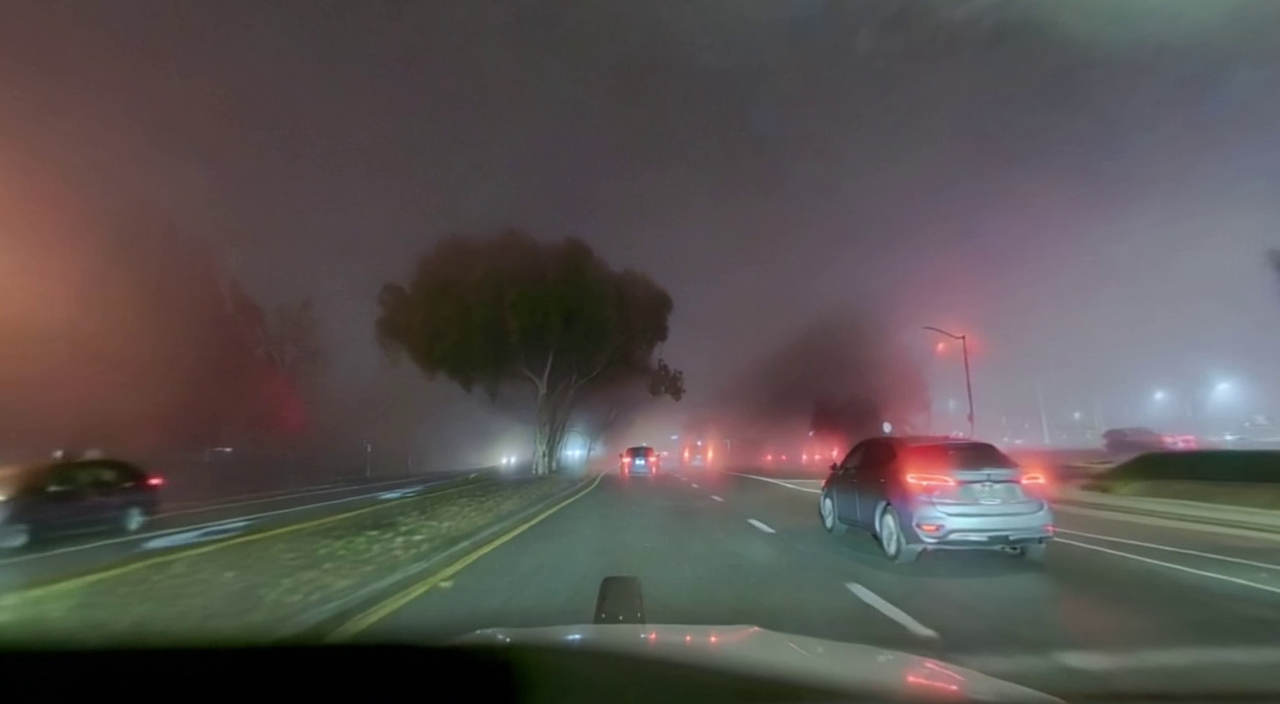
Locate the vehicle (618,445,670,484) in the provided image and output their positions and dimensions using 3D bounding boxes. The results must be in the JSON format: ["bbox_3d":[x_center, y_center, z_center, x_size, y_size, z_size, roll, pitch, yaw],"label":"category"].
[{"bbox_3d":[0.176,4.705,26.716,2.034,1.500,3.966,0,-8,0],"label":"vehicle"}]

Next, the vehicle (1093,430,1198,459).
[{"bbox_3d":[27.520,5.057,34.633,1.963,1.480,4.661,0,-8,0],"label":"vehicle"}]

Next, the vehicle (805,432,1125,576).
[{"bbox_3d":[3.963,1.906,8.820,2.049,1.473,4.425,0,-8,-1],"label":"vehicle"}]

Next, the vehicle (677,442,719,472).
[{"bbox_3d":[3.570,6.579,39.762,2.107,1.773,4.557,0,-8,-2],"label":"vehicle"}]

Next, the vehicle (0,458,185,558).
[{"bbox_3d":[-10.928,2.692,11.331,2.043,1.456,4.627,0,-8,0],"label":"vehicle"}]

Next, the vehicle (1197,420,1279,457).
[{"bbox_3d":[33.400,4.708,34.435,4.199,1.772,1.904,-2,-9,-3],"label":"vehicle"}]
